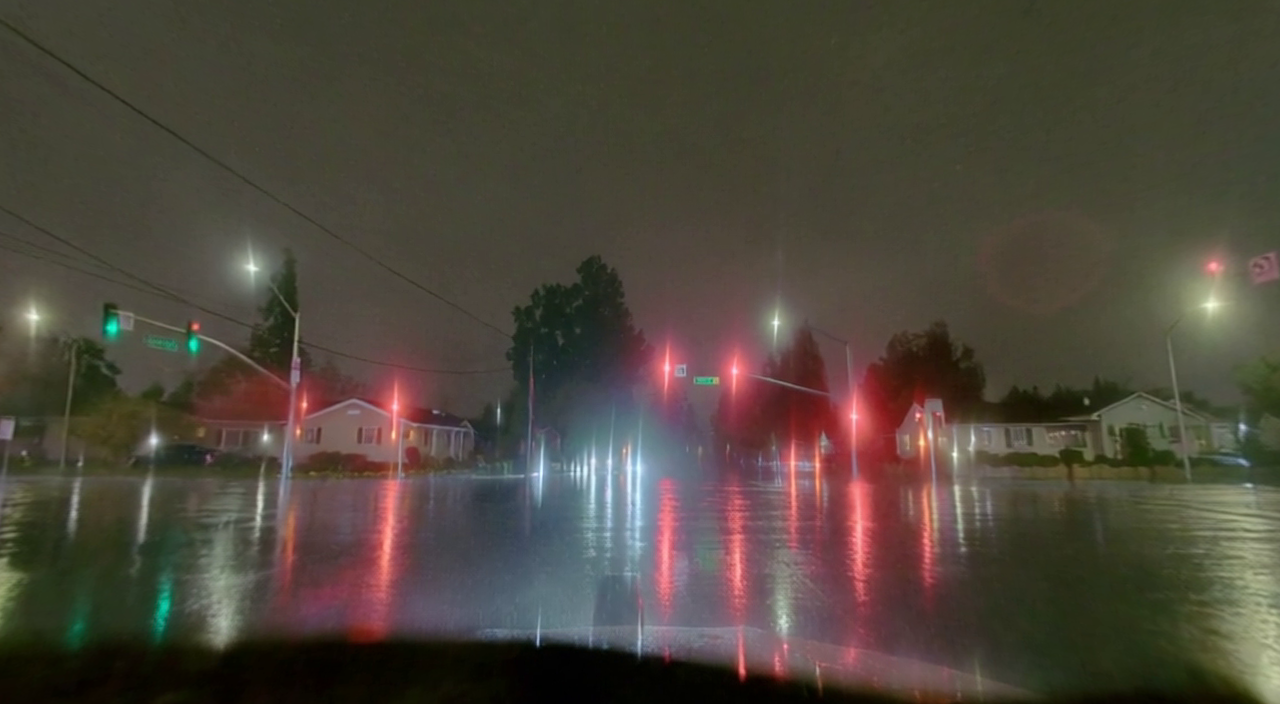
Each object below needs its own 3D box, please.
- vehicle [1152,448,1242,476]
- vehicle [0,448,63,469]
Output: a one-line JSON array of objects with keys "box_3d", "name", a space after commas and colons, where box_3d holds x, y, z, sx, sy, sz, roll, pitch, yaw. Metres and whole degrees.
[{"box_3d": [36.783, 7.240, 41.879, 1.853, 1.723, 4.460, 0, -9, 0], "name": "vehicle"}, {"box_3d": [-44.291, 7.635, 45.356, 3.949, 1.422, 1.744, 0, -9, 1], "name": "vehicle"}]
